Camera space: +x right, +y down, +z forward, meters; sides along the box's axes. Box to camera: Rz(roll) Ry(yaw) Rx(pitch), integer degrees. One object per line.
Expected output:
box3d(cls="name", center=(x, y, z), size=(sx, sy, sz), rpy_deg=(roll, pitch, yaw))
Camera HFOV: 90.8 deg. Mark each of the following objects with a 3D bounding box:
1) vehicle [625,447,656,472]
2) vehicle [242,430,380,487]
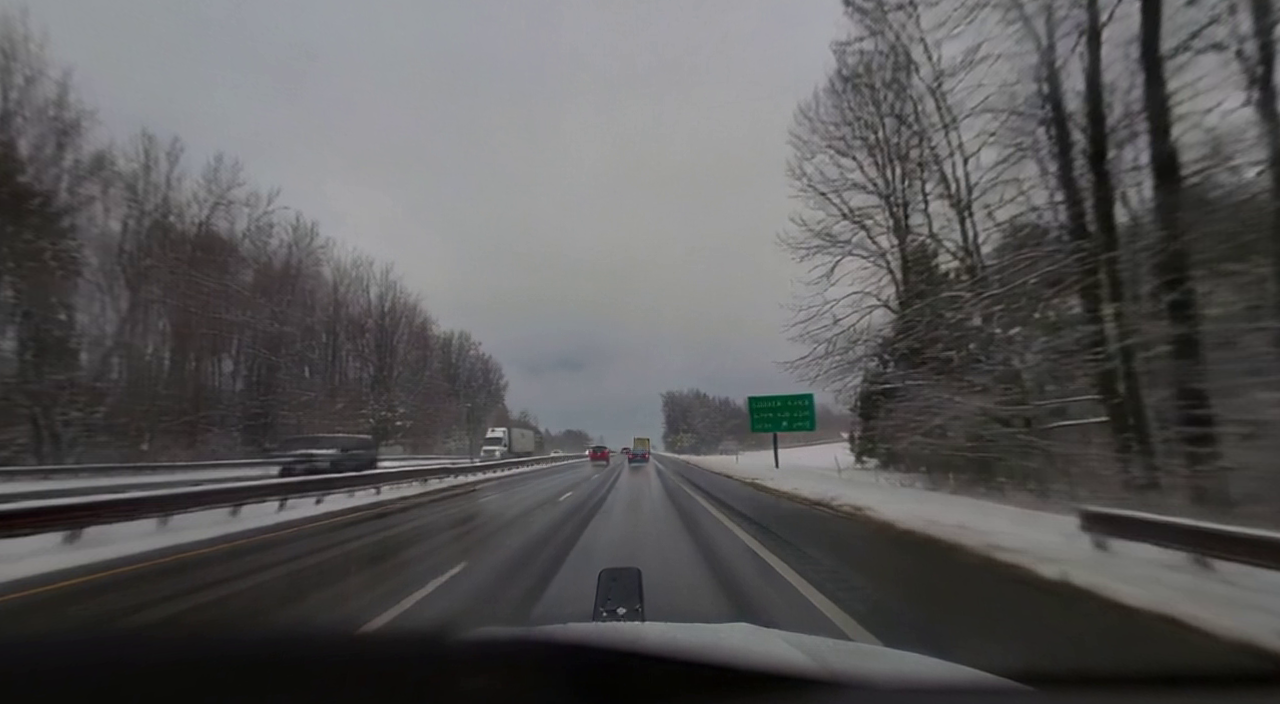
box3d(cls="vehicle", center=(-0.009, 6.681, 39.248), size=(1.853, 1.436, 3.438), rpy_deg=(0, -9, -1))
box3d(cls="vehicle", center=(-11.762, 3.878, 23.103), size=(2.235, 1.823, 5.143), rpy_deg=(0, -9, 0))
